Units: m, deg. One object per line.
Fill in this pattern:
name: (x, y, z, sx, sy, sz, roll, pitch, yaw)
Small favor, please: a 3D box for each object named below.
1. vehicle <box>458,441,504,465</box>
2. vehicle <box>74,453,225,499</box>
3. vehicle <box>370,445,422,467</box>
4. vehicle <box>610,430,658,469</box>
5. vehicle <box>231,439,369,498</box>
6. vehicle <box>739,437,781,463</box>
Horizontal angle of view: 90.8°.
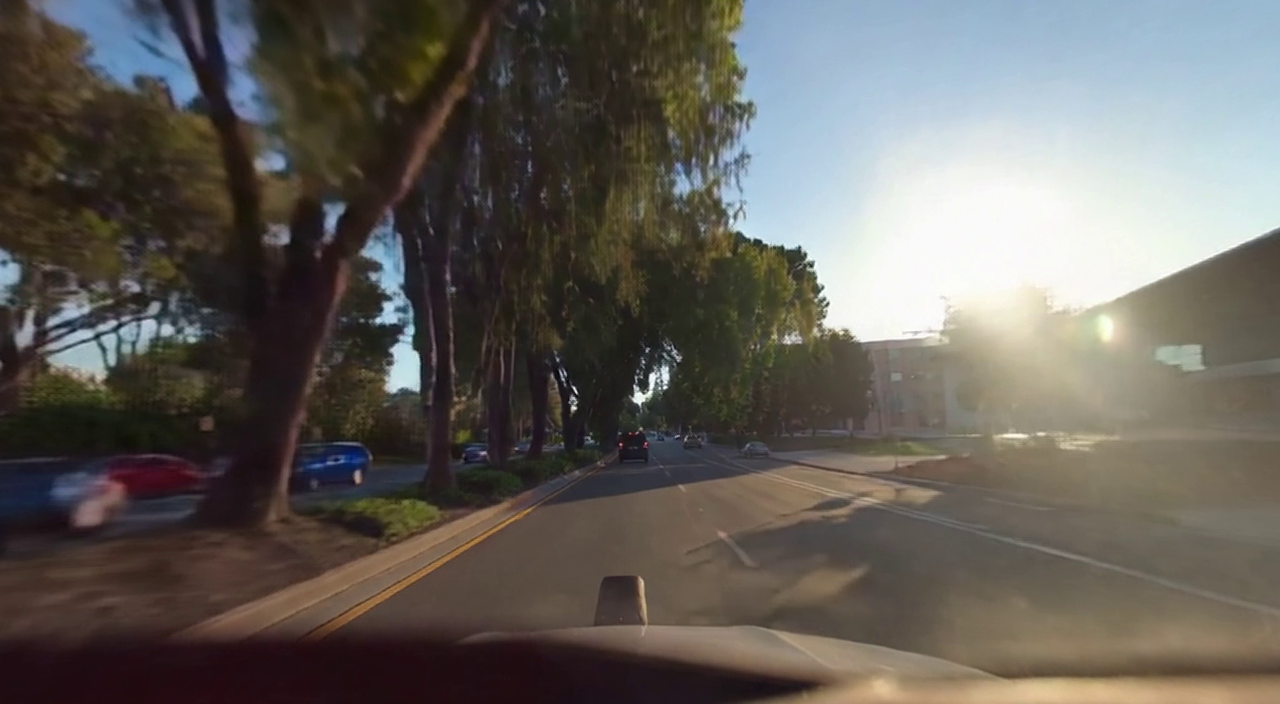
vehicle: (-10.975, 7.023, 44.021, 1.979, 1.605, 4.550, 0, -9, 1)
vehicle: (-18.016, 4.534, 23.579, 1.876, 1.494, 4.662, 0, -9, 0)
vehicle: (-18.012, 7.689, 46.912, 2.003, 1.533, 4.691, 0, -9, 0)
vehicle: (-0.325, 5.341, 34.630, 2.411, 1.937, 5.186, 0, -9, -1)
vehicle: (-10.970, 3.764, 20.847, 1.994, 1.678, 4.605, 0, -9, 0)
vehicle: (8.637, 7.104, 46.002, 2.364, 1.781, 4.854, 0, -9, 3)
